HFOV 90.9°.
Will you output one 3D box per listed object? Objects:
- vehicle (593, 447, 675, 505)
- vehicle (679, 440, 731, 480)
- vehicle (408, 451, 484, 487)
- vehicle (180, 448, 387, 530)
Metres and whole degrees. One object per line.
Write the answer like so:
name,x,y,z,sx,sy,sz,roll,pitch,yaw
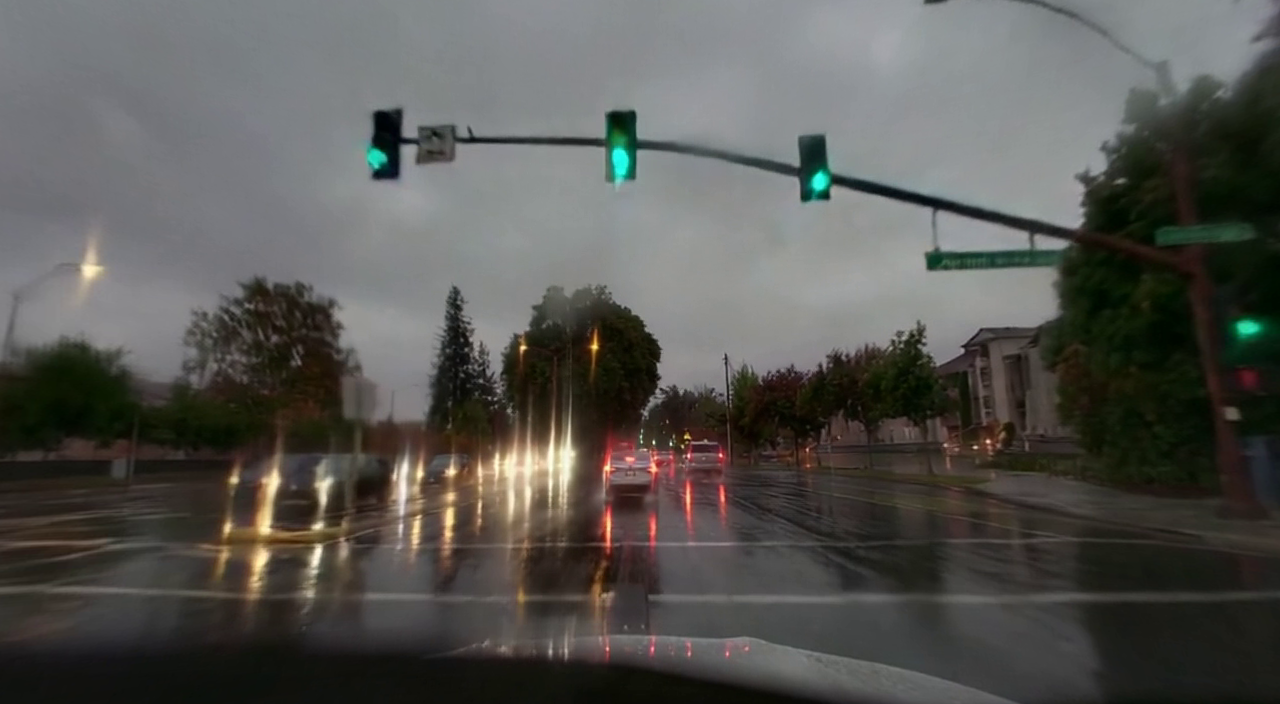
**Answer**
vehicle,-0.165,3.531,18.489,2.140,1.474,4.026,0,-8,0
vehicle,3.107,5.292,31.185,2.073,1.822,4.276,0,-8,-1
vehicle,-8.753,5.286,28.849,2.035,1.463,4.527,0,-8,0
vehicle,-8.239,3.165,15.277,2.121,1.513,4.832,-2,-8,2
